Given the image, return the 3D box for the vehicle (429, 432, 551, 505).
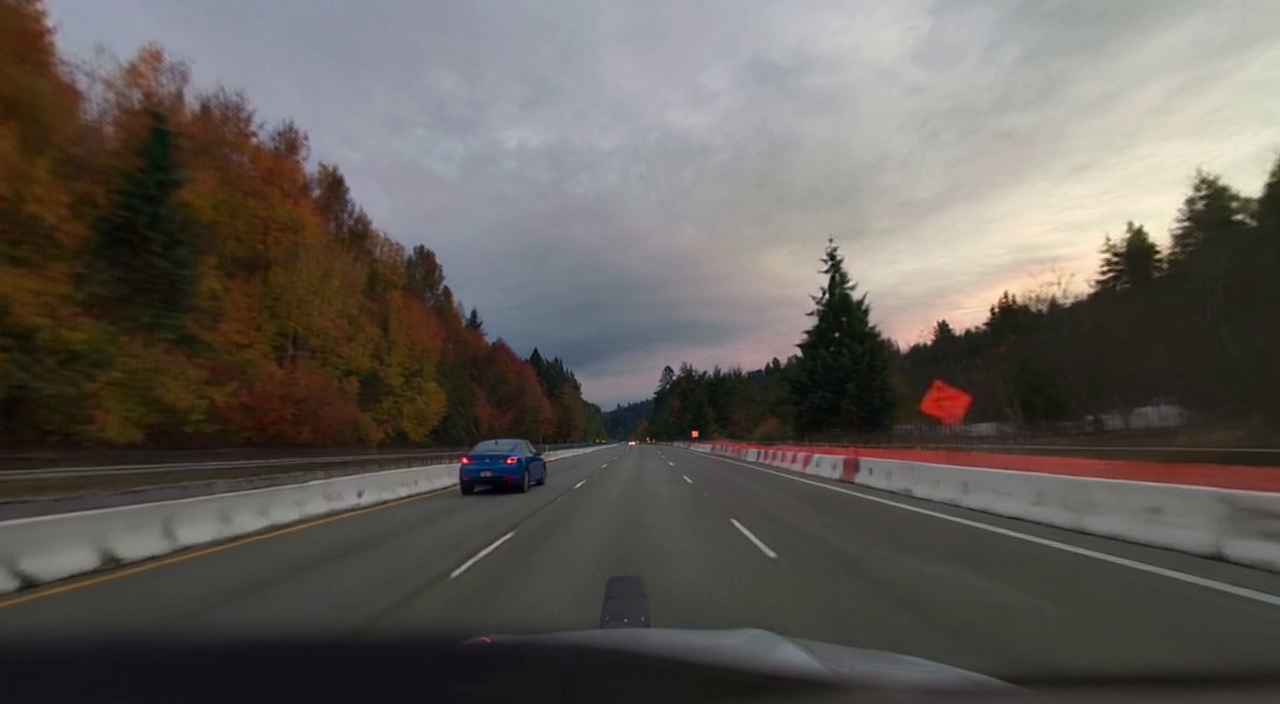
[{"bbox_3d":[-3.447,2.740,15.288,1.902,1.505,4.016,0,-8,1],"label":"vehicle"}]
